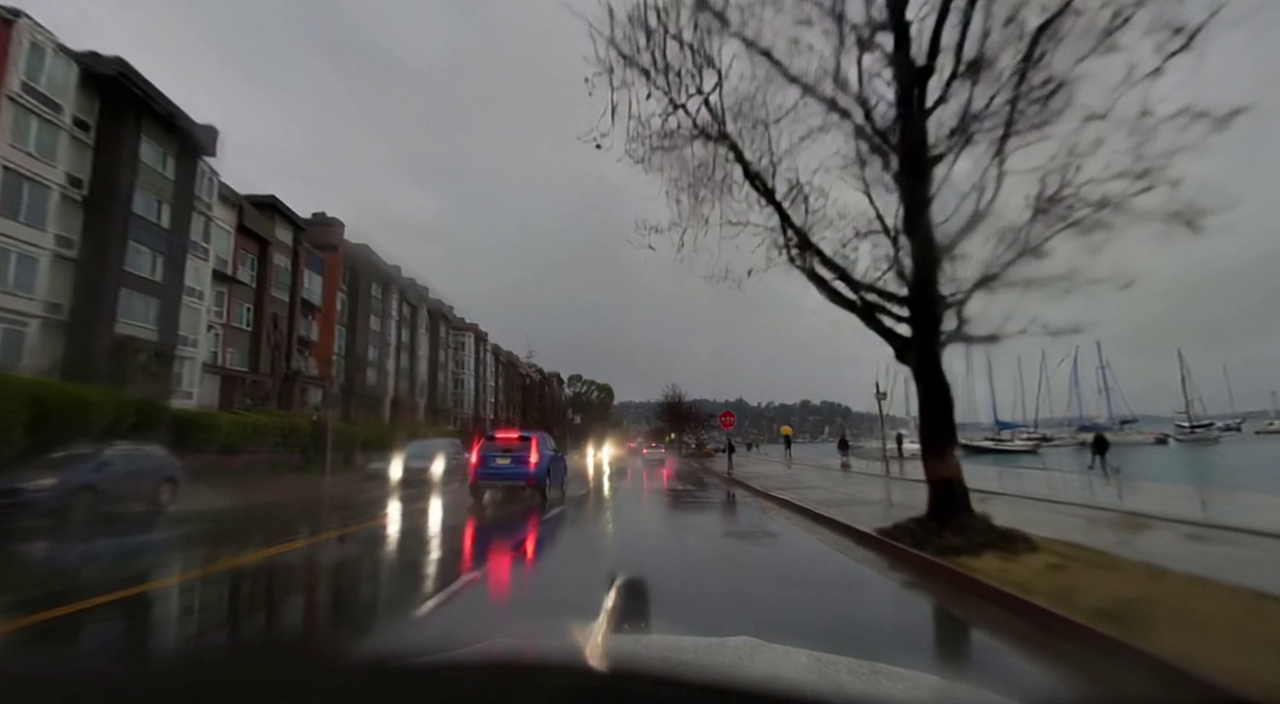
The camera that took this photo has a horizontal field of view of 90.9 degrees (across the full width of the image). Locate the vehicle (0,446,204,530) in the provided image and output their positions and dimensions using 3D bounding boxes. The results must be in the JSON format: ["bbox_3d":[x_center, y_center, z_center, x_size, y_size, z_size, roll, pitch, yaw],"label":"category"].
[{"bbox_3d":[-13.408,3.177,15.448,2.128,1.716,4.479,-1,-8,2],"label":"vehicle"}]

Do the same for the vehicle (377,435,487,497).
[{"bbox_3d":[-6.526,3.597,20.354,1.987,1.751,4.308,-1,-8,1],"label":"vehicle"}]

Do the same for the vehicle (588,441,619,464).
[{"bbox_3d":[-2.836,7.895,49.567,2.056,1.680,4.205,-1,-8,1],"label":"vehicle"}]

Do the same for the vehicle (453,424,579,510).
[{"bbox_3d":[-2.889,2.814,15.915,2.082,1.817,4.724,-1,-8,2],"label":"vehicle"}]

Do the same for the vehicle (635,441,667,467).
[{"bbox_3d":[0.755,6.939,43.080,2.057,1.624,3.726,-1,-8,2],"label":"vehicle"}]
